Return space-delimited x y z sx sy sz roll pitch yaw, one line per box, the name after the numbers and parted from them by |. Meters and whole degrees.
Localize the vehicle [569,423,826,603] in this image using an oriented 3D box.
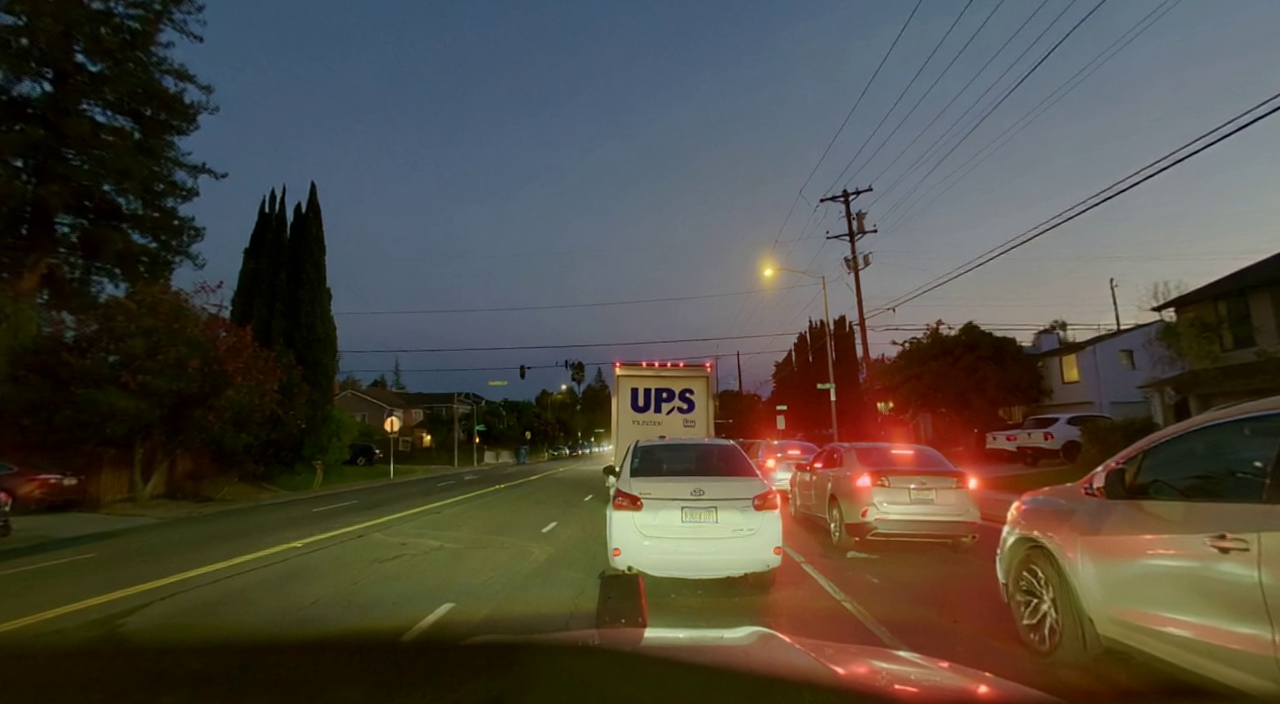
0.473 1.684 7.533 2.158 1.499 4.377 0 -8 0 | vehicle

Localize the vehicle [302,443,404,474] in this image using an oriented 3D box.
-17.435 6.463 38.303 5.274 1.793 1.921 0 -8 3 | vehicle

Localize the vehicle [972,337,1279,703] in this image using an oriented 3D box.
3.324 0.769 1.932 2.069 1.722 4.888 0 -8 2 | vehicle

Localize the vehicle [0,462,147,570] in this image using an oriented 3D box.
-10.350 2.488 9.479 1.925 1.482 4.753 0 -8 0 | vehicle

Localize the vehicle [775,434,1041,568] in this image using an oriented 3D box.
3.496 2.013 9.357 1.993 1.479 4.487 0 -8 0 | vehicle
